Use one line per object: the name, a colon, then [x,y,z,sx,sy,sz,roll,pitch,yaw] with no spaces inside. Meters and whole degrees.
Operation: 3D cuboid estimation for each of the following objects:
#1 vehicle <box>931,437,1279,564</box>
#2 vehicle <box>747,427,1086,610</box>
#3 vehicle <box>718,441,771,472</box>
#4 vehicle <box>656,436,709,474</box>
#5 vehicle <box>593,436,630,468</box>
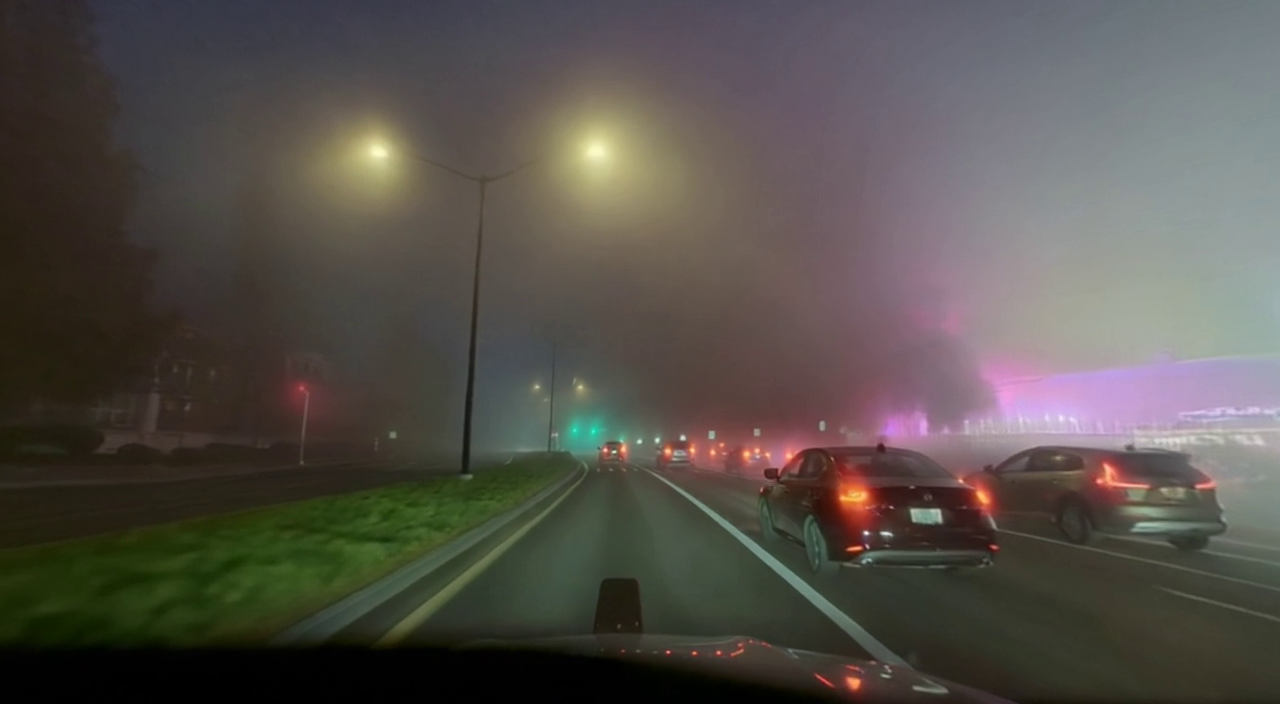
vehicle: [6.456,2.055,9.559,1.917,1.457,4.274,0,-8,-2]
vehicle: [2.611,1.664,7.278,1.883,1.452,4.258,0,-8,-2]
vehicle: [5.838,5.908,35.759,1.954,1.606,4.423,1,-8,-5]
vehicle: [1.987,5.020,30.925,2.000,1.745,4.206,1,-8,-5]
vehicle: [-1.737,5.950,37.633,2.051,1.798,4.168,1,-8,-5]
